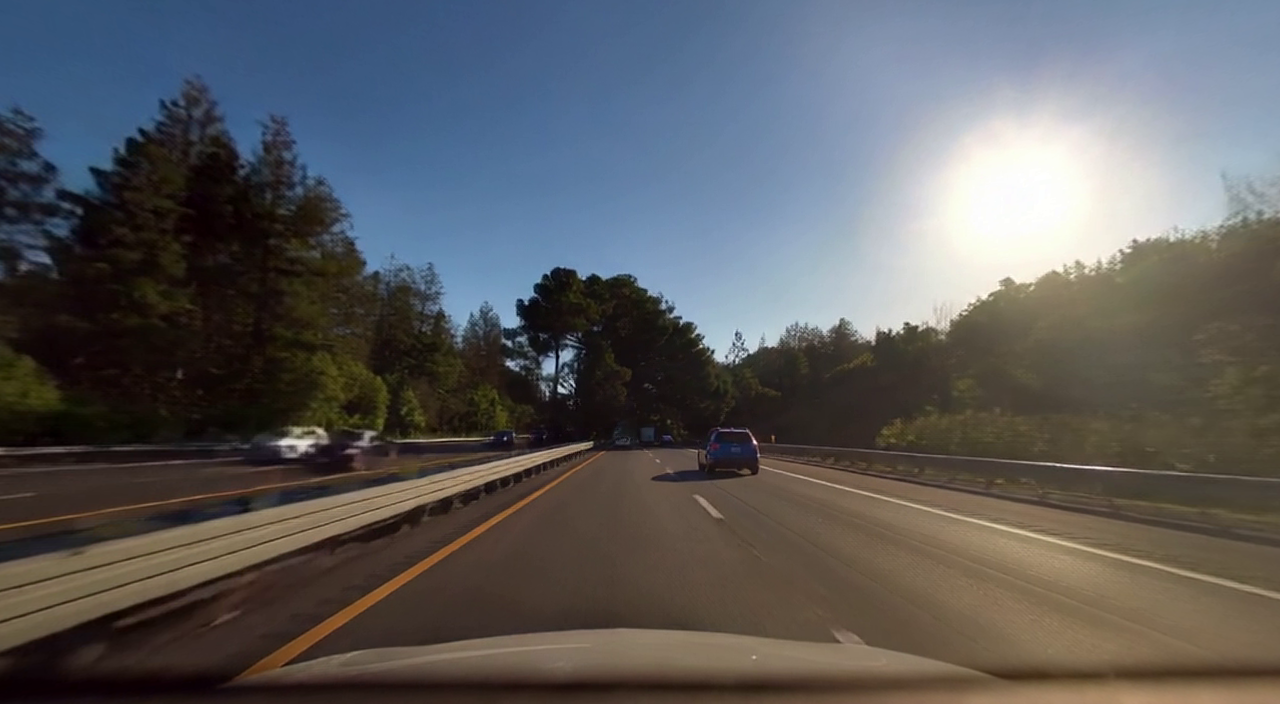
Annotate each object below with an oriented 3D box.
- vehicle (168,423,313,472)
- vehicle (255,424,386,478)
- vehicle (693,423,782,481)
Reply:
[{"bbox_3d":[-13.496,3.241,21.731,1.963,1.492,4.664,0,-8,-1],"label":"vehicle"},{"bbox_3d":[-9.251,2.880,18.673,1.852,1.421,3.905,0,-8,-1],"label":"vehicle"},{"bbox_3d":[3.053,3.233,20.776,2.085,1.681,4.436,0,-8,-2],"label":"vehicle"}]
